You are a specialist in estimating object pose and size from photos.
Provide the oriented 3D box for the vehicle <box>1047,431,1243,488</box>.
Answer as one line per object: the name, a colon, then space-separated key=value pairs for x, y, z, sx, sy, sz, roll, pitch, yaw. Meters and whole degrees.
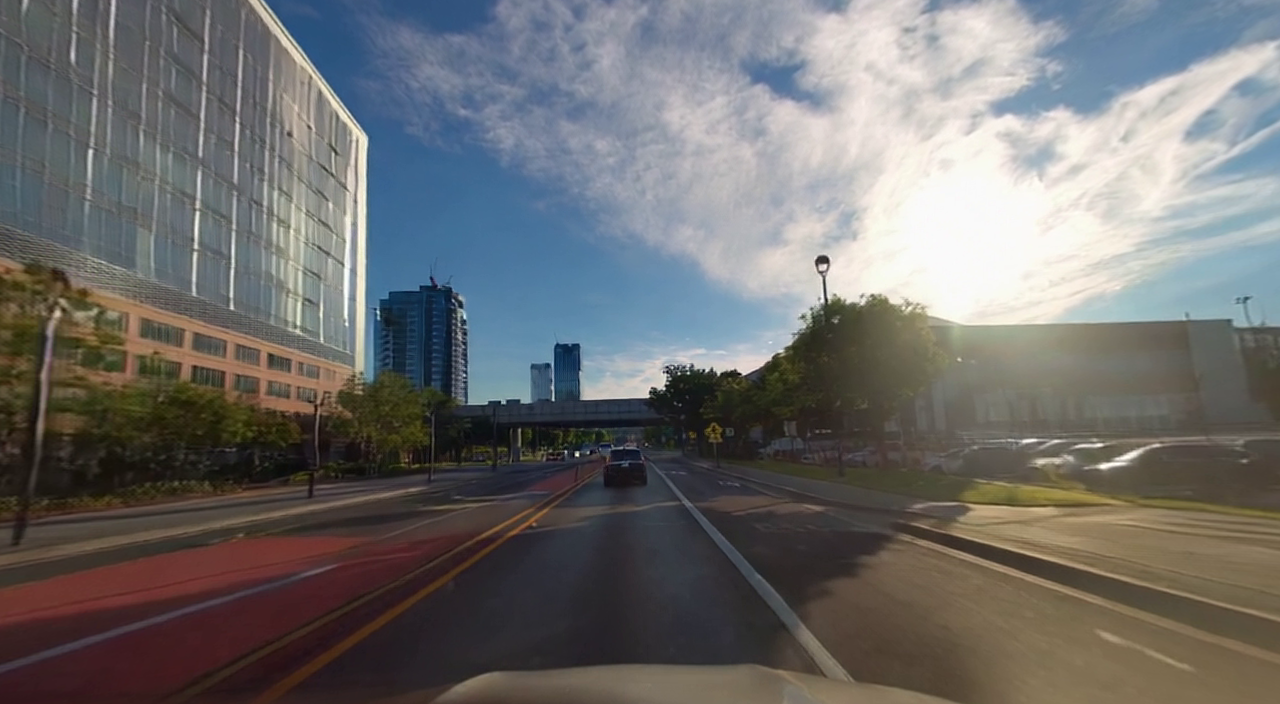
vehicle: x=14.559 y=3.108 z=18.379 sx=4.003 sy=1.476 sz=1.884 roll=-2 pitch=-8 yaw=2

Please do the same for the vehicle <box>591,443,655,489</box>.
vehicle: x=-0.600 y=3.966 z=22.280 sx=2.063 sy=1.442 sz=4.135 roll=0 pitch=-9 yaw=-2
